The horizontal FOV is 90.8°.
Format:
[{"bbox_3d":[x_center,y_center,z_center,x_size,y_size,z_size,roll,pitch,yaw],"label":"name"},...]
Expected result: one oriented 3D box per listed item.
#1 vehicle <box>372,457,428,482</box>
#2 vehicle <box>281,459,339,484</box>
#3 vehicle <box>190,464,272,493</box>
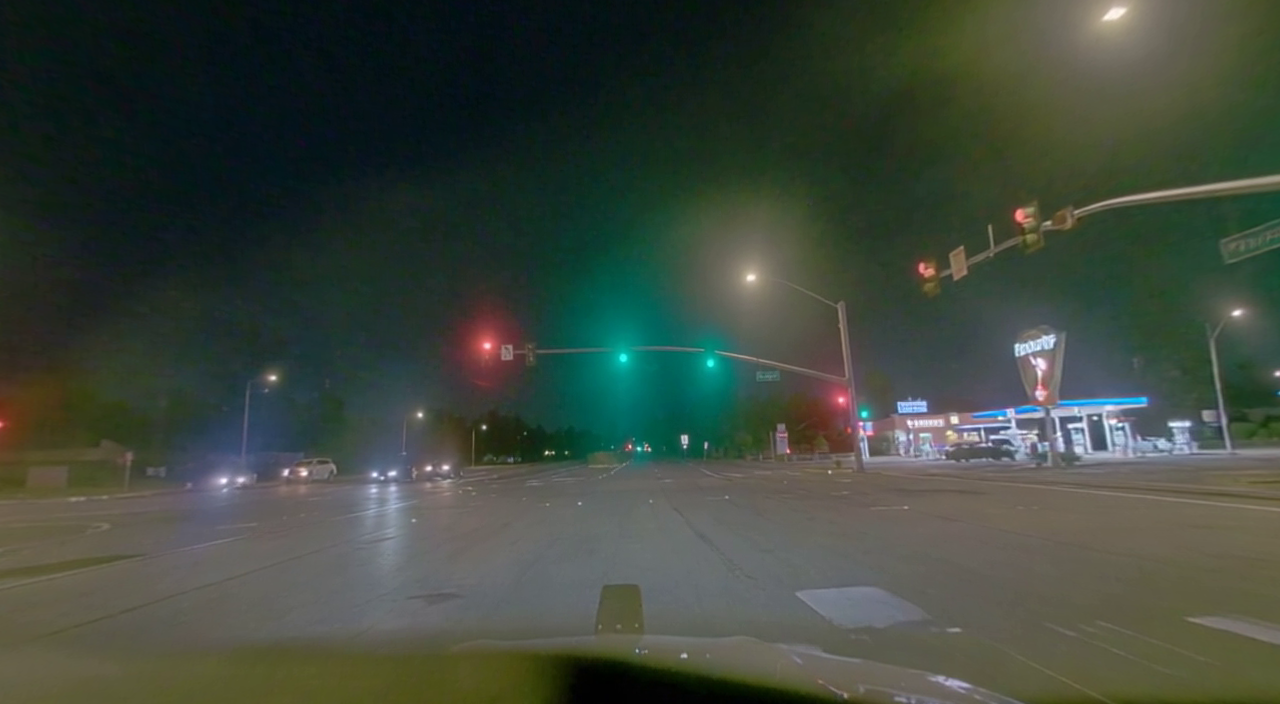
[{"bbox_3d":[-15.337,7.491,40.624,1.920,1.434,4.328,0,-9,0],"label":"vehicle"},{"bbox_3d":[-24.813,9.004,47.720,2.098,1.684,4.388,0,-9,-2],"label":"vehicle"},{"bbox_3d":[-24.684,7.620,38.336,1.895,1.483,4.790,0,-9,-2],"label":"vehicle"}]
